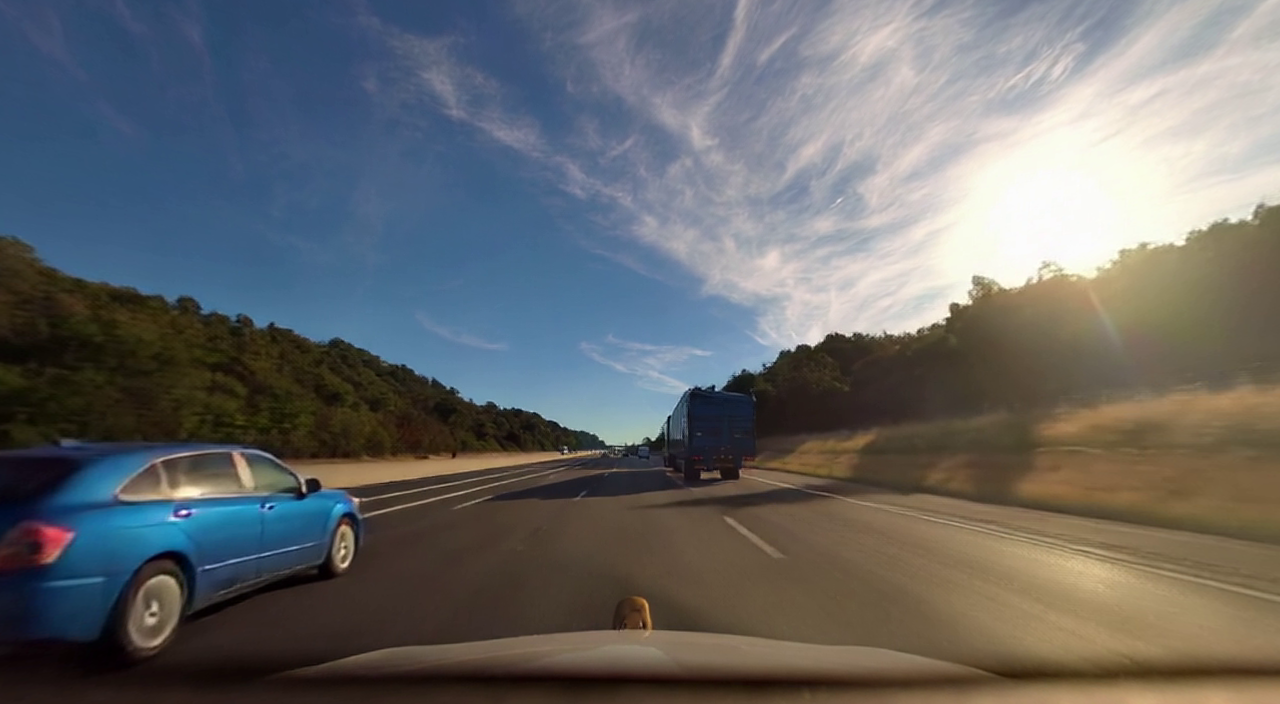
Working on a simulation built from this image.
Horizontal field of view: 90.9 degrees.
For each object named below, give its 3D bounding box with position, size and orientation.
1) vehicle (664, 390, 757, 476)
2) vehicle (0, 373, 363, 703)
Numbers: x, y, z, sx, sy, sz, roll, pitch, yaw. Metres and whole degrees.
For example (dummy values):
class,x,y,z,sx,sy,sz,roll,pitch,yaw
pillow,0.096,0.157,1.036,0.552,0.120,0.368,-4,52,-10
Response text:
class,x,y,z,sx,sy,sz,roll,pitch,yaw
vehicle,3.795,5.355,39.879,3.532,4.201,17.611,0,-9,-1
vehicle,-4.058,1.197,4.550,2.115,1.670,4.261,0,-9,0
